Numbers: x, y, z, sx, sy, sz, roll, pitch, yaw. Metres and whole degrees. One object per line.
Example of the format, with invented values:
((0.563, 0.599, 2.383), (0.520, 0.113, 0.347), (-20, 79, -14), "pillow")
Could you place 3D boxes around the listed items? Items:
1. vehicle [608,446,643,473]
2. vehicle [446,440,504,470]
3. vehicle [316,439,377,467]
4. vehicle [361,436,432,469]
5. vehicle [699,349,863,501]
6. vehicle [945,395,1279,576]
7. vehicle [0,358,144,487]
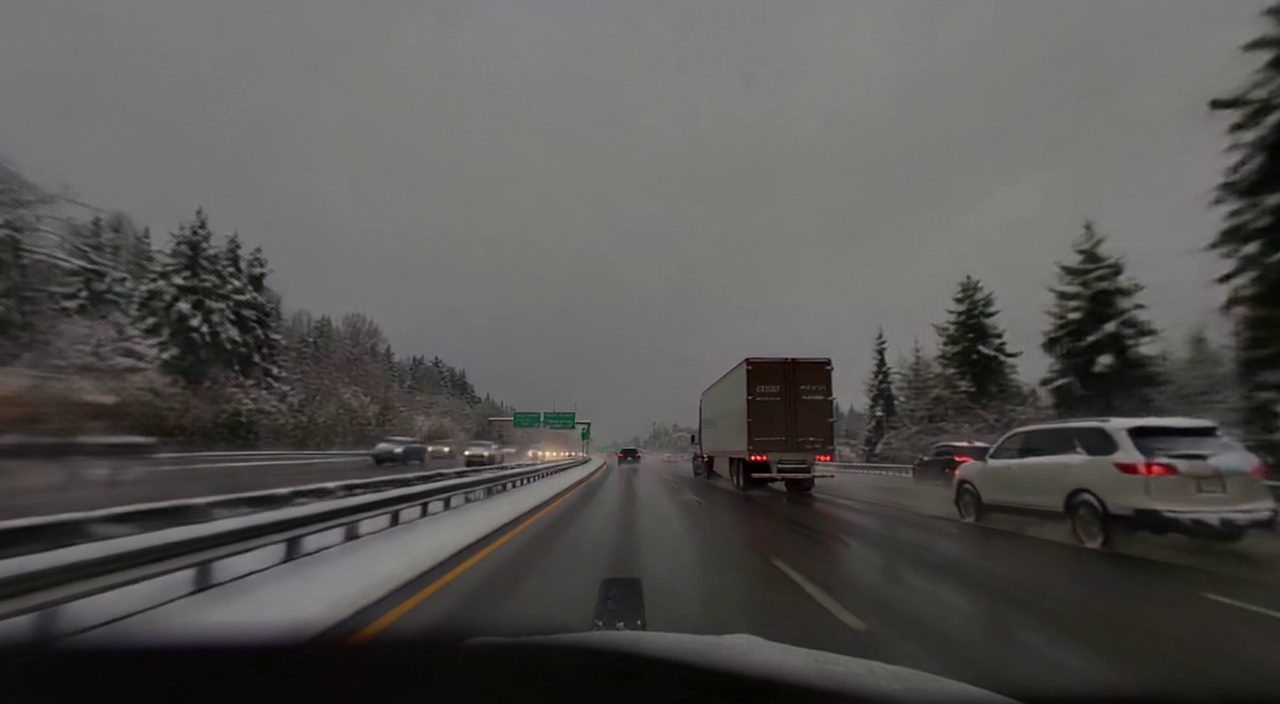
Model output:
((-0.929, 6.958, 40.880), (2.111, 1.599, 3.859), (0, -9, -1), "vehicle")
((-8.720, 5.496, 33.709), (1.952, 1.500, 4.487), (0, -9, 0), "vehicle")
((-16.507, 5.702, 35.566), (1.731, 1.512, 3.543), (0, -9, 0), "vehicle")
((-12.614, 5.264, 32.992), (2.034, 1.600, 4.304), (0, -9, 0), "vehicle")
((4.341, 2.983, 23.596), (2.890, 4.006, 14.039), (0, -9, 0), "vehicle")
((6.797, 1.780, 9.155), (2.128, 1.872, 5.043), (0, -9, 0), "vehicle")
((-15.690, 1.644, 14.450), (2.609, 2.862, 7.328), (0, -9, 0), "vehicle")
